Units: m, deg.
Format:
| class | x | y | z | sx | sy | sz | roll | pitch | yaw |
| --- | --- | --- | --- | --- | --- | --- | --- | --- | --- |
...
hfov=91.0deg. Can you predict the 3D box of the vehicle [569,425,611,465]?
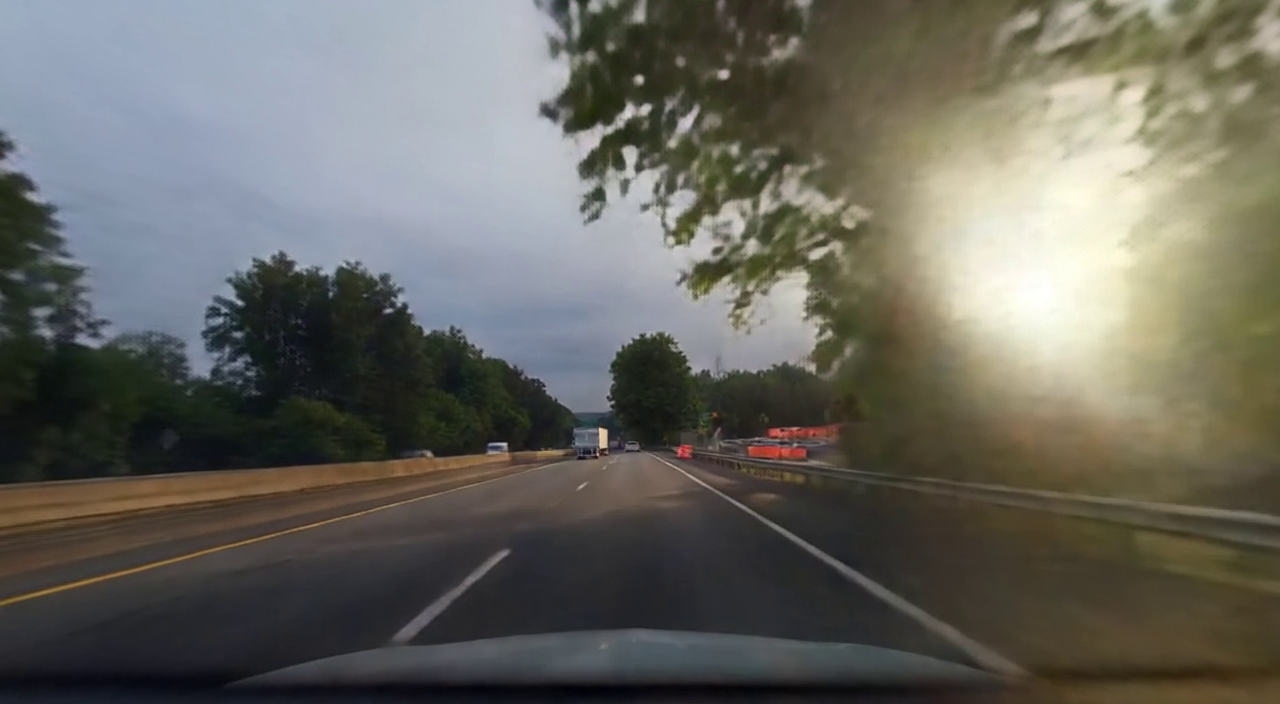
| class | x | y | z | sx | sy | sz | roll | pitch | yaw |
| --- | --- | --- | --- | --- | --- | --- | --- | --- | --- |
| vehicle | -3.470 | 6.642 | 44.942 | 2.484 | 2.625 | 5.907 | 0 | -8 | 0 |
